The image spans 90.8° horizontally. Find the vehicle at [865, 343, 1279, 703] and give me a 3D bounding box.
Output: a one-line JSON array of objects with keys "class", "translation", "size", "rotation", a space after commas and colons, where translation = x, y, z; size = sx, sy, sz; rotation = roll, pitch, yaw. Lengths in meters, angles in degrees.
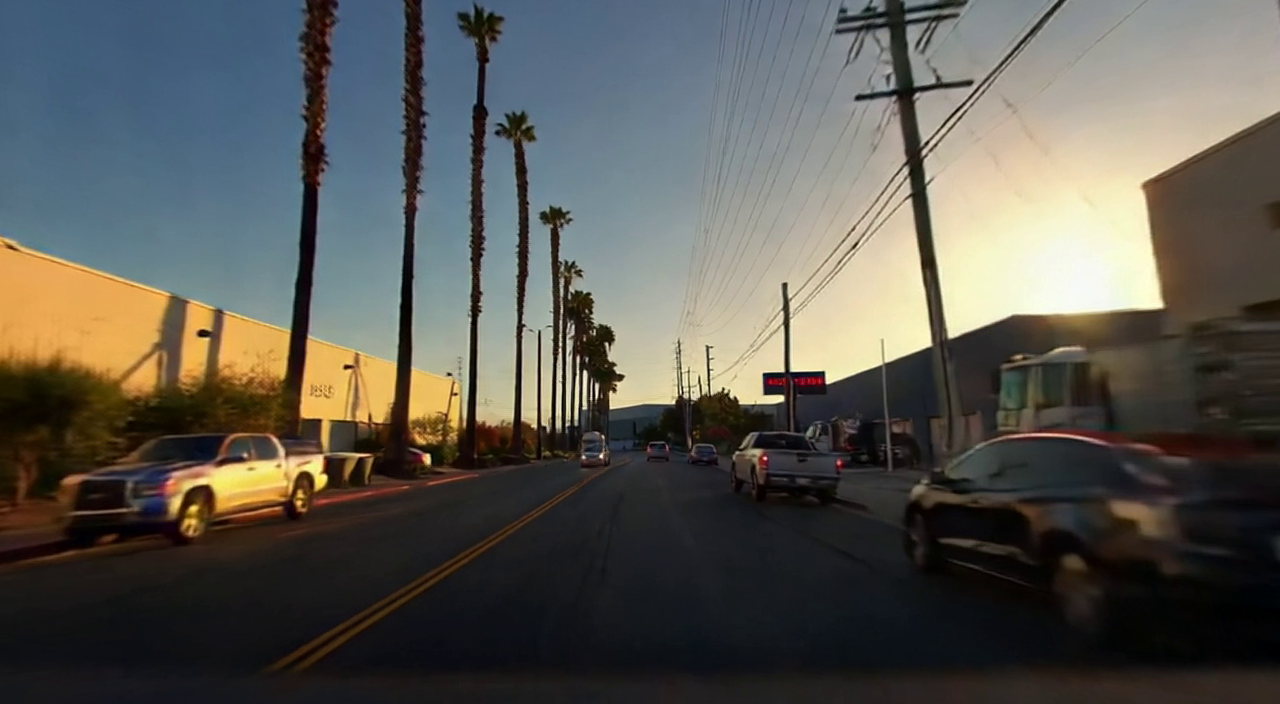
[{"class": "vehicle", "translation": [3.826, 1.204, 5.321], "size": [2.098, 1.816, 4.709], "rotation": [0, -9, 0]}]

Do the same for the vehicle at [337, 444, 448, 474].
[{"class": "vehicle", "translation": [-13.517, 5.866, 34.705], "size": [5.187, 1.563, 2.095], "rotation": [0, -9, 1]}]

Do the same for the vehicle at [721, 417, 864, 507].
[{"class": "vehicle", "translation": [3.770, 2.896, 17.088], "size": [2.345, 1.969, 6.070], "rotation": [0, -9, 0]}]

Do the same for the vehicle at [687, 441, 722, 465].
[{"class": "vehicle", "translation": [4.698, 7.442, 46.624], "size": [2.111, 1.611, 4.576], "rotation": [0, -9, 0]}]

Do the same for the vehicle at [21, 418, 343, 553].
[{"class": "vehicle", "translation": [-7.907, 2.348, 11.875], "size": [2.105, 1.836, 5.338], "rotation": [-2, -9, 0]}]

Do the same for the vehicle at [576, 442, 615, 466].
[{"class": "vehicle", "translation": [-2.871, 6.741, 41.895], "size": [2.033, 1.492, 4.477], "rotation": [-1, -9, 3]}]
